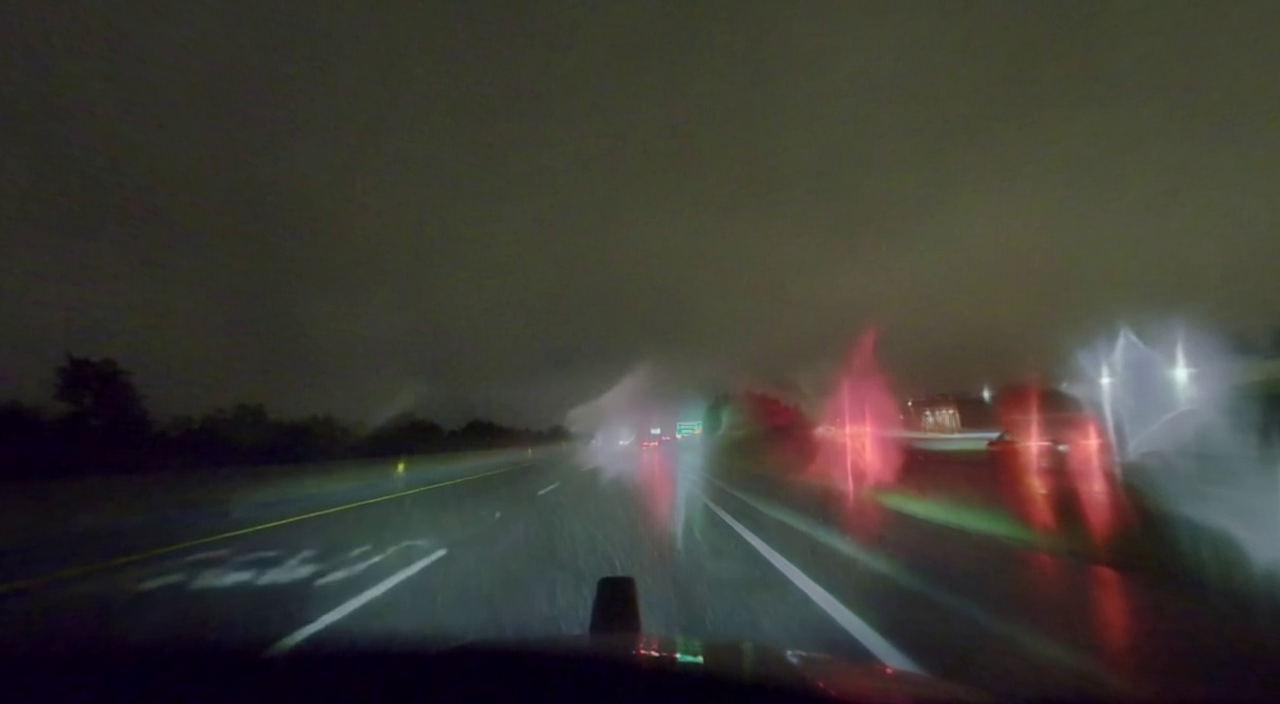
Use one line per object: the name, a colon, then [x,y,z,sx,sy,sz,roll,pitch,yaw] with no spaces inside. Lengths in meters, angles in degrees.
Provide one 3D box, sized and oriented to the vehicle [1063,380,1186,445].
vehicle: [30.944,4.238,41.109,2.816,3.490,14.735,-4,-9,24]
